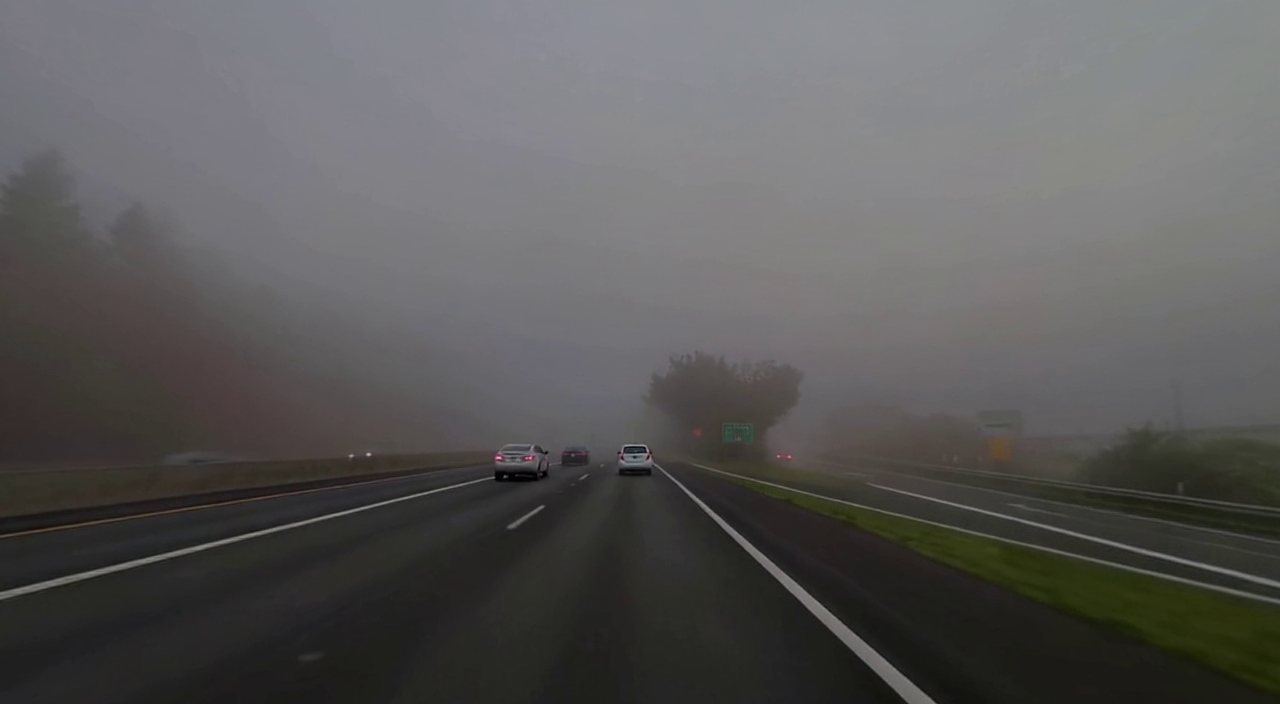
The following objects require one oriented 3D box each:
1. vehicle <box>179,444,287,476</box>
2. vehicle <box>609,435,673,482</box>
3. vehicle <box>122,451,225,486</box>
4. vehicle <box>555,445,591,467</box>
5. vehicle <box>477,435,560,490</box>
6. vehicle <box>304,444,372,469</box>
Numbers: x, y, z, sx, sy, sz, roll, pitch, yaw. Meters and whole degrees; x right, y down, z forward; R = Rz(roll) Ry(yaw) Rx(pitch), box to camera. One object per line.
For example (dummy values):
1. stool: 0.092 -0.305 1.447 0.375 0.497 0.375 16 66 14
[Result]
1. vehicle: -25.505 6.771 40.035 2.566 1.804 6.487 0 -8 -1
2. vehicle: -0.002 4.316 25.960 2.378 1.750 4.355 0 -8 -1
3. vehicle: -21.246 5.296 28.984 1.776 1.421 3.933 0 -8 -1
4. vehicle: -4.779 7.476 45.638 2.084 1.528 4.094 0 -8 0
5. vehicle: -4.165 3.862 22.469 2.044 1.717 4.421 0 -8 0
6. vehicle: -21.779 7.565 45.898 2.141 1.690 5.651 0 -8 0
